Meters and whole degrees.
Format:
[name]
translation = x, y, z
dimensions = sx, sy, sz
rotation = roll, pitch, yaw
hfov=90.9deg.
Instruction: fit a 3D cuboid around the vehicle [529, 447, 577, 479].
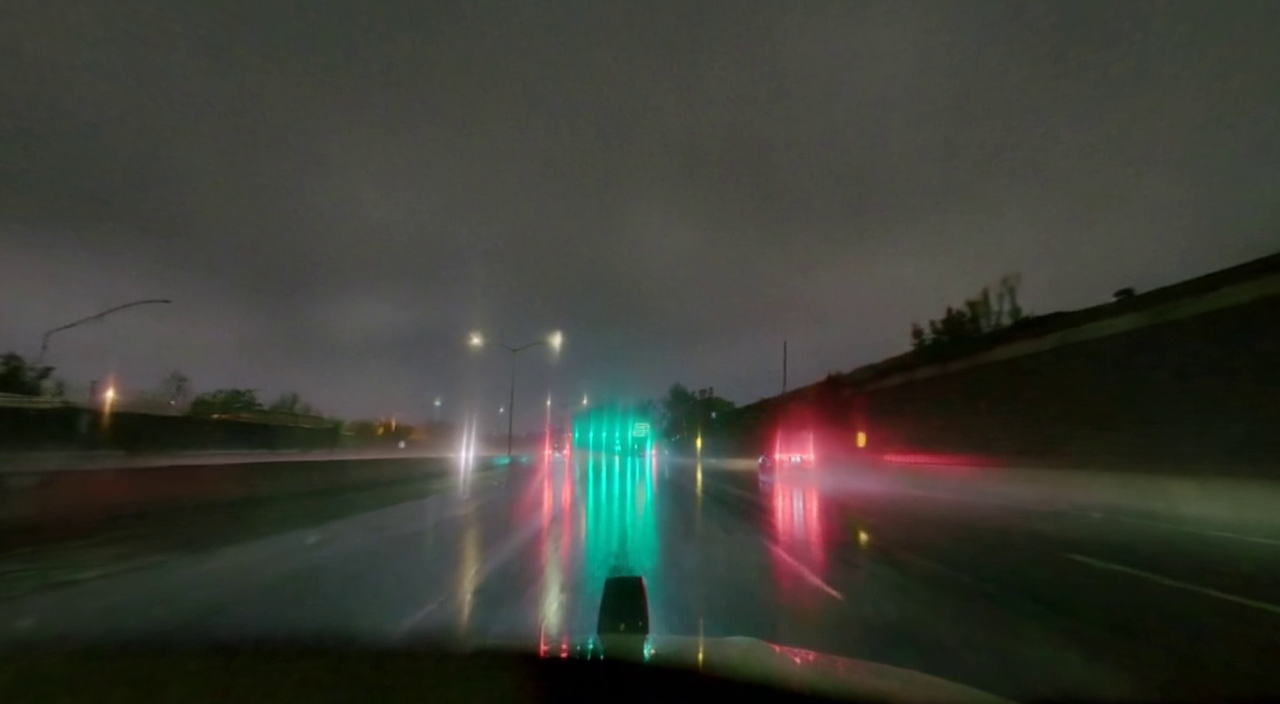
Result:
[vehicle]
translation = -4.389, 5.670, 32.466
dimensions = 2.014, 1.481, 4.156
rotation = 0, -9, -2
